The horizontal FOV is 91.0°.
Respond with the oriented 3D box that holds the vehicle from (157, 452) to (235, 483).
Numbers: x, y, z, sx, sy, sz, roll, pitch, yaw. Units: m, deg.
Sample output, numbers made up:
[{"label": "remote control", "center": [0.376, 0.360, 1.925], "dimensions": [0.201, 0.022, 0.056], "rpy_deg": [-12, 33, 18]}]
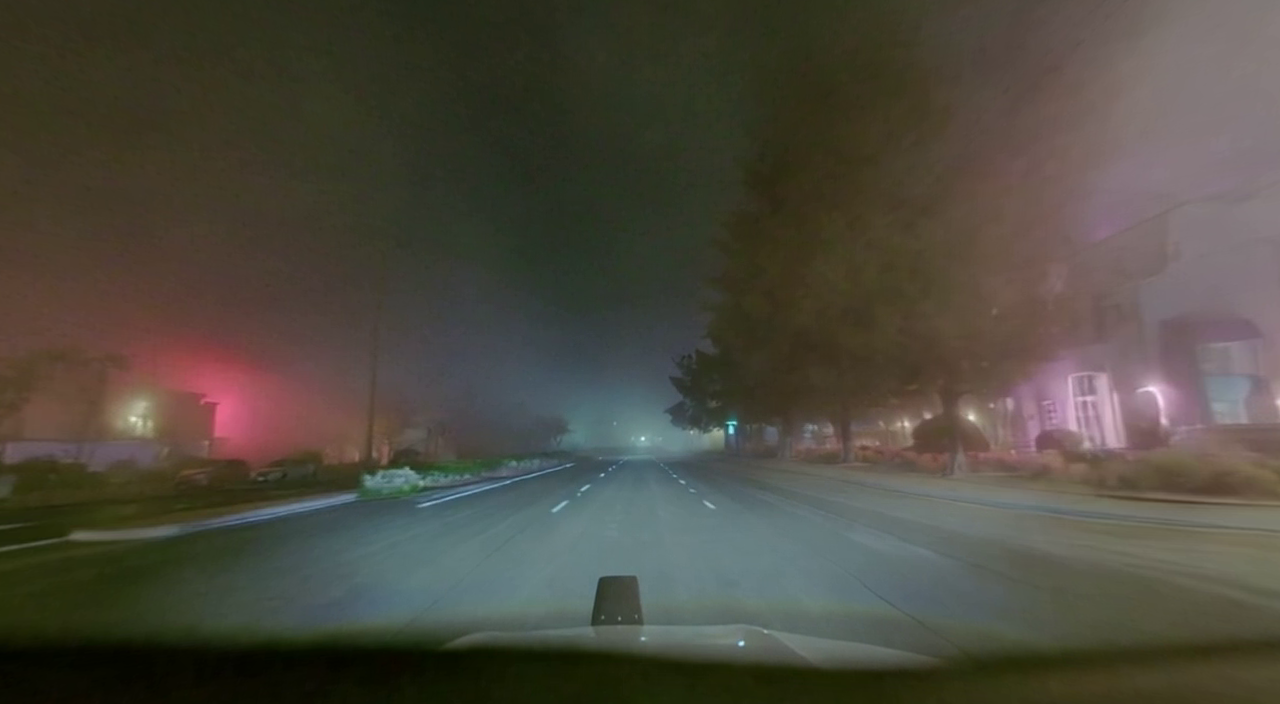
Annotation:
[{"label": "vehicle", "center": [-29.864, 7.746, 42.519], "dimensions": [2.019, 1.696, 4.735], "rpy_deg": [-5, -8, -3]}]
